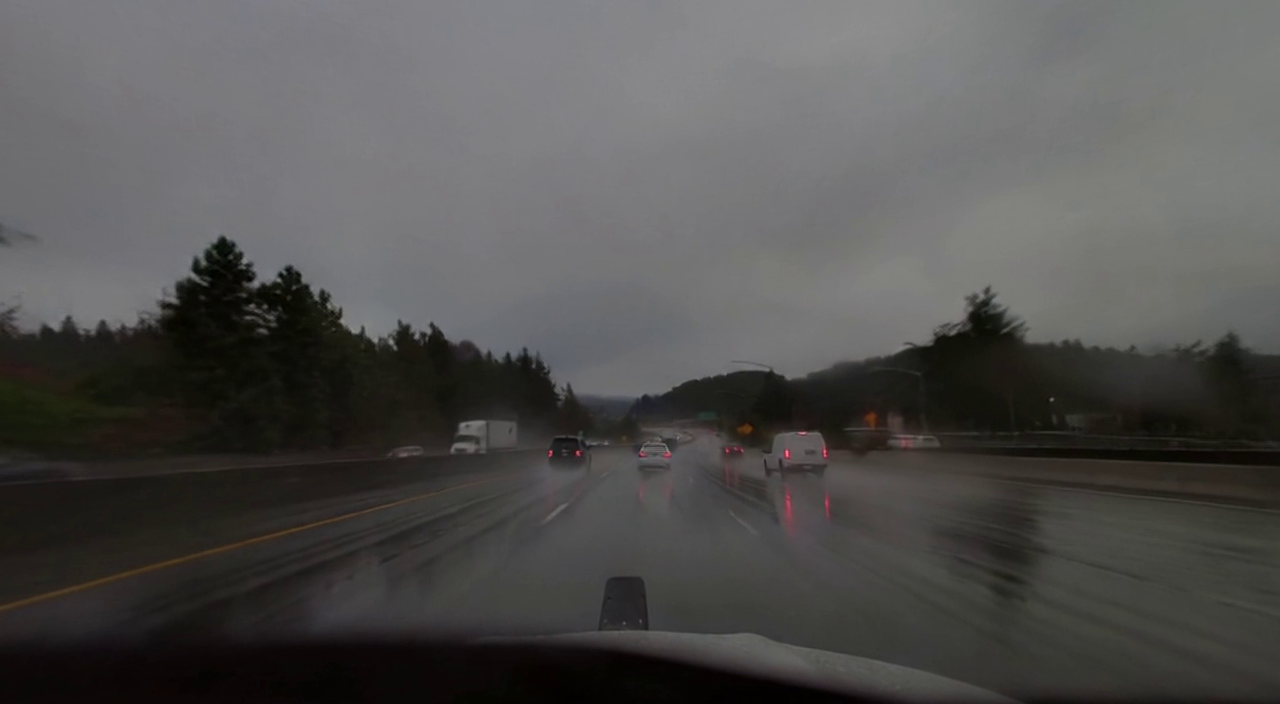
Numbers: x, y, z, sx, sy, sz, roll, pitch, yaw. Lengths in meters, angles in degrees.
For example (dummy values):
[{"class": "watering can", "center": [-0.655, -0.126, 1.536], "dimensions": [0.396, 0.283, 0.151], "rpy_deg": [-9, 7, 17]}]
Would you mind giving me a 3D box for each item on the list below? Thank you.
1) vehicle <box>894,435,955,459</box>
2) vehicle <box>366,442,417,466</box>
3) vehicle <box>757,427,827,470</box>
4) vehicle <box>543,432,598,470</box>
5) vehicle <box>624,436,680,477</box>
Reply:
[{"class": "vehicle", "center": [21.155, 7.105, 47.140], "dimensions": [1.912, 1.652, 4.601], "rpy_deg": [1, -8, -8]}, {"class": "vehicle", "center": [-19.431, 7.960, 49.451], "dimensions": [1.973, 1.775, 4.772], "rpy_deg": [0, -8, 1]}, {"class": "vehicle", "center": [7.237, 4.686, 30.699], "dimensions": [2.094, 1.916, 5.099], "rpy_deg": [0, -8, 0]}, {"class": "vehicle", "center": [-3.320, 4.832, 31.079], "dimensions": [2.140, 1.720, 4.410], "rpy_deg": [0, -8, 1]}, {"class": "vehicle", "center": [0.437, 4.184, 25.509], "dimensions": [2.071, 1.464, 4.162], "rpy_deg": [0, -8, 0]}]
